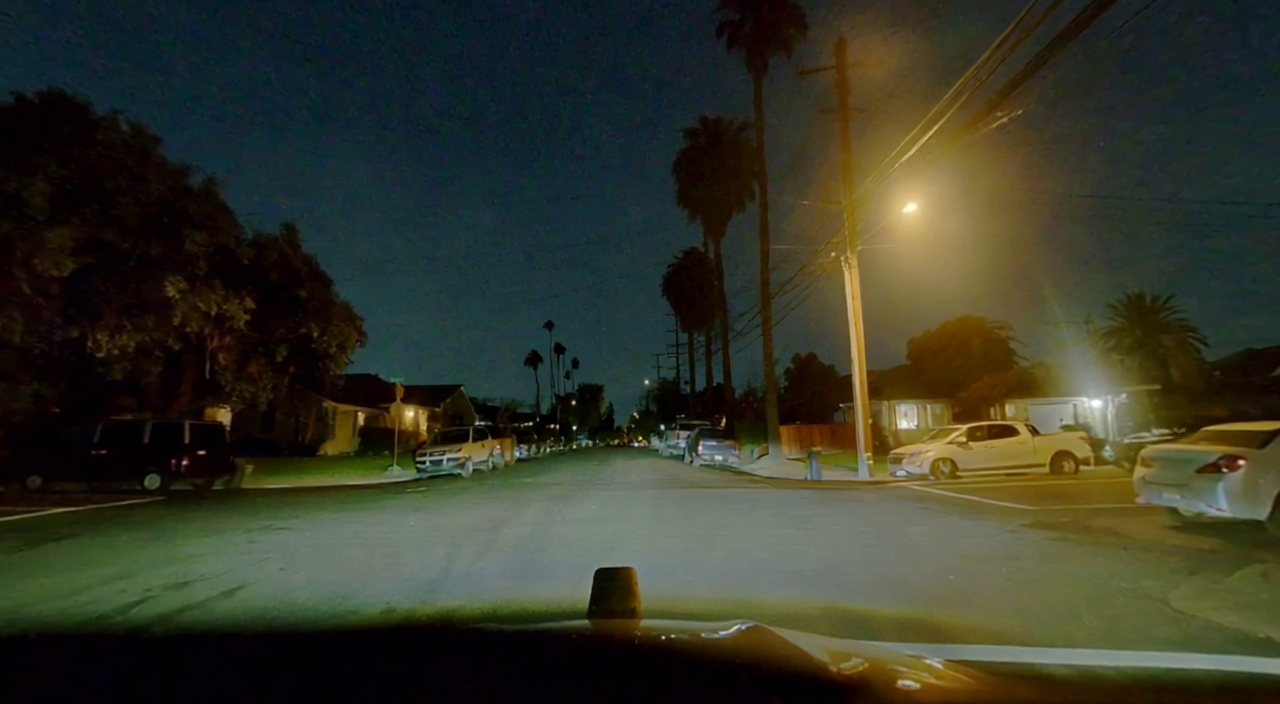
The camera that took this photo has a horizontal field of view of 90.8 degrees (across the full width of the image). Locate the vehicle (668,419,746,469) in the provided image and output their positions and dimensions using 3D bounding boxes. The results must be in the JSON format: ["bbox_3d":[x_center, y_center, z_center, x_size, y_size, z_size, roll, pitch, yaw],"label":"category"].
[{"bbox_3d":[2.697,3.980,27.268,2.505,1.895,5.805,0,-9,-2],"label":"vehicle"}]

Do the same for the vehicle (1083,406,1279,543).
[{"bbox_3d":[9.004,1.636,8.739,4.181,1.638,2.015,0,-9,-1],"label":"vehicle"}]

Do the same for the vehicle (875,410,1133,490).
[{"bbox_3d":[10.286,2.791,18.219,5.971,1.967,2.385,-1,-9,-5],"label":"vehicle"}]

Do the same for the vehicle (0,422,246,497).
[{"bbox_3d":[-14.812,3.010,17.734,5.847,1.766,2.392,-2,-9,-2],"label":"vehicle"}]

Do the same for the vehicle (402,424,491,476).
[{"bbox_3d":[-7.025,3.637,23.512,2.198,1.724,4.493,1,-9,-5],"label":"vehicle"}]

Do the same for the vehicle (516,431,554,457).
[{"bbox_3d":[-7.705,6.838,46.842,2.178,1.865,4.658,0,-9,-2],"label":"vehicle"}]
